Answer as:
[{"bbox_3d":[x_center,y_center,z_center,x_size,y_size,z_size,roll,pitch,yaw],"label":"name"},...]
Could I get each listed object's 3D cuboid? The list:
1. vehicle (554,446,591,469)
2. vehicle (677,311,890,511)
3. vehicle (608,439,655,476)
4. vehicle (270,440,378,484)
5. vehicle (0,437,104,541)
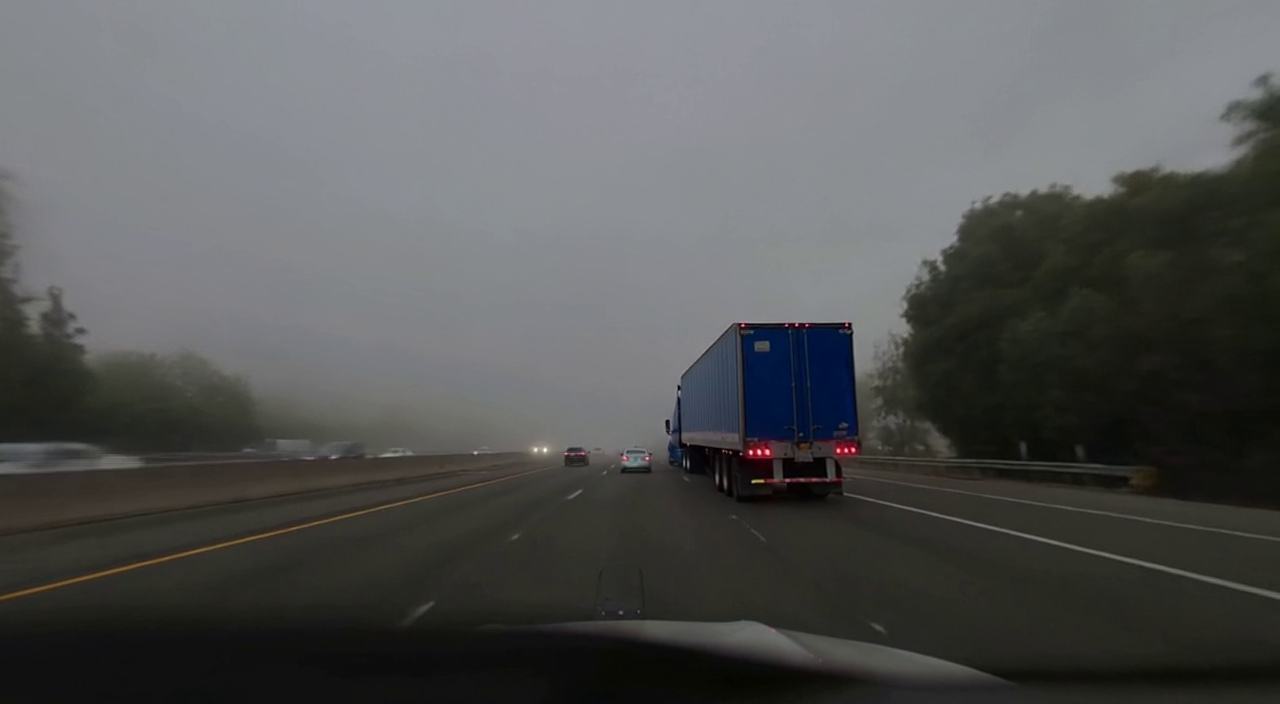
[{"bbox_3d":[-4.467,7.050,42.444,1.995,1.491,4.317,0,-9,0],"label":"vehicle"},{"bbox_3d":[3.387,2.385,20.982,2.996,4.123,15.965,0,-9,-1],"label":"vehicle"},{"bbox_3d":[-0.385,5.235,31.542,2.191,1.685,4.015,0,-9,0],"label":"vehicle"},{"bbox_3d":[-14.186,4.945,28.797,2.094,1.806,5.307,0,-9,1],"label":"vehicle"},{"bbox_3d":[-10.180,1.885,8.546,2.009,1.472,4.305,0,-9,1],"label":"vehicle"}]
